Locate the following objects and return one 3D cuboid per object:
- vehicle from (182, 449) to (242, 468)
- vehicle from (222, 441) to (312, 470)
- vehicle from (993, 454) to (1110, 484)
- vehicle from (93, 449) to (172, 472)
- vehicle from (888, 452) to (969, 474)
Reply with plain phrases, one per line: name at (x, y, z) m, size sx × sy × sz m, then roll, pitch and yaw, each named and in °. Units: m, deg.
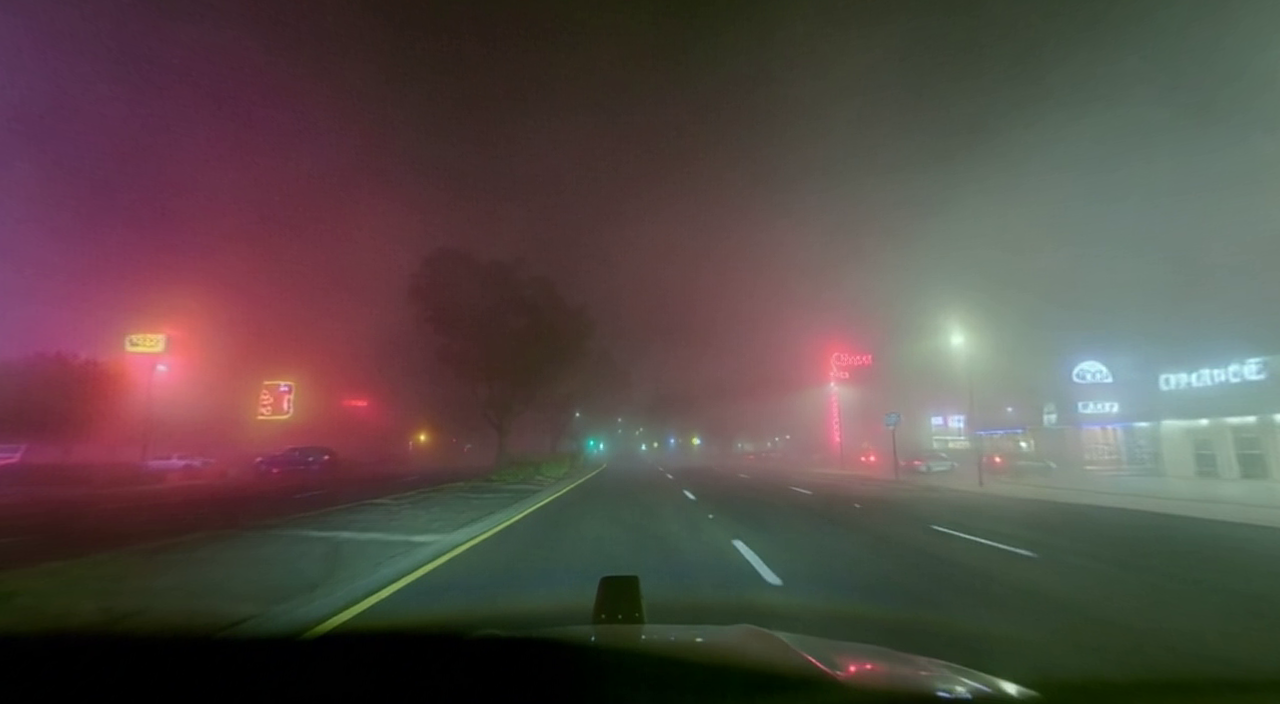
vehicle at (-33.237, 8.264, 49.212) m, size 1.915 × 1.442 × 4.027 m, roll 0°, pitch -9°, yaw -2°
vehicle at (-26.186, 7.302, 44.699) m, size 2.356 × 1.853 × 6.402 m, roll 0°, pitch -9°, yaw 1°
vehicle at (20.807, 5.932, 32.095) m, size 4.500 × 1.456 × 1.962 m, roll -1°, pitch -9°, yaw 2°
vehicle at (-34.775, 7.402, 43.431) m, size 1.830 × 1.458 × 4.625 m, roll -1°, pitch -9°, yaw -4°
vehicle at (20.156, 7.781, 44.271) m, size 4.764 × 1.455 × 1.832 m, roll -1°, pitch -9°, yaw 3°
